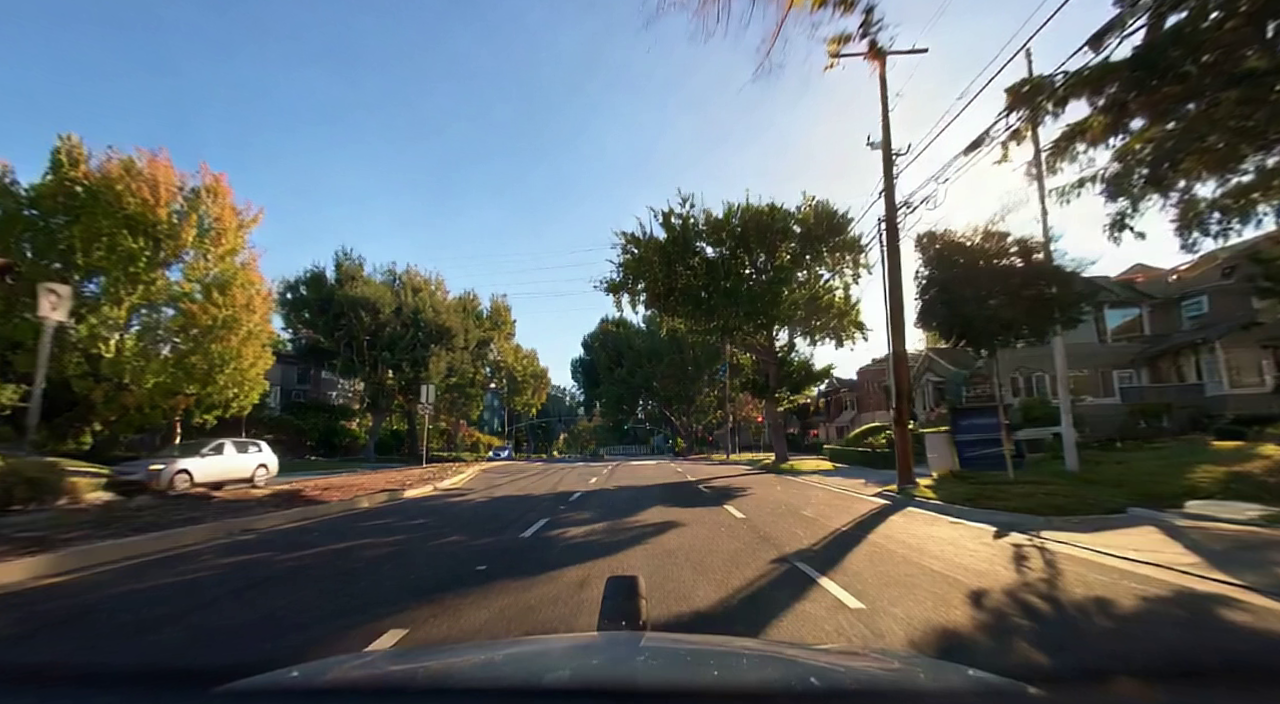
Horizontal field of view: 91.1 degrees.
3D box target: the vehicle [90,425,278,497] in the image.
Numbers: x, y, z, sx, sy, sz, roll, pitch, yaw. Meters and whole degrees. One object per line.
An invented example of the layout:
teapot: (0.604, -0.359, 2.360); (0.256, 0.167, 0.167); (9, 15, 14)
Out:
vehicle: (-15.142, 3.652, 21.437); (2.184, 2.092, 5.593); (0, -9, 0)
